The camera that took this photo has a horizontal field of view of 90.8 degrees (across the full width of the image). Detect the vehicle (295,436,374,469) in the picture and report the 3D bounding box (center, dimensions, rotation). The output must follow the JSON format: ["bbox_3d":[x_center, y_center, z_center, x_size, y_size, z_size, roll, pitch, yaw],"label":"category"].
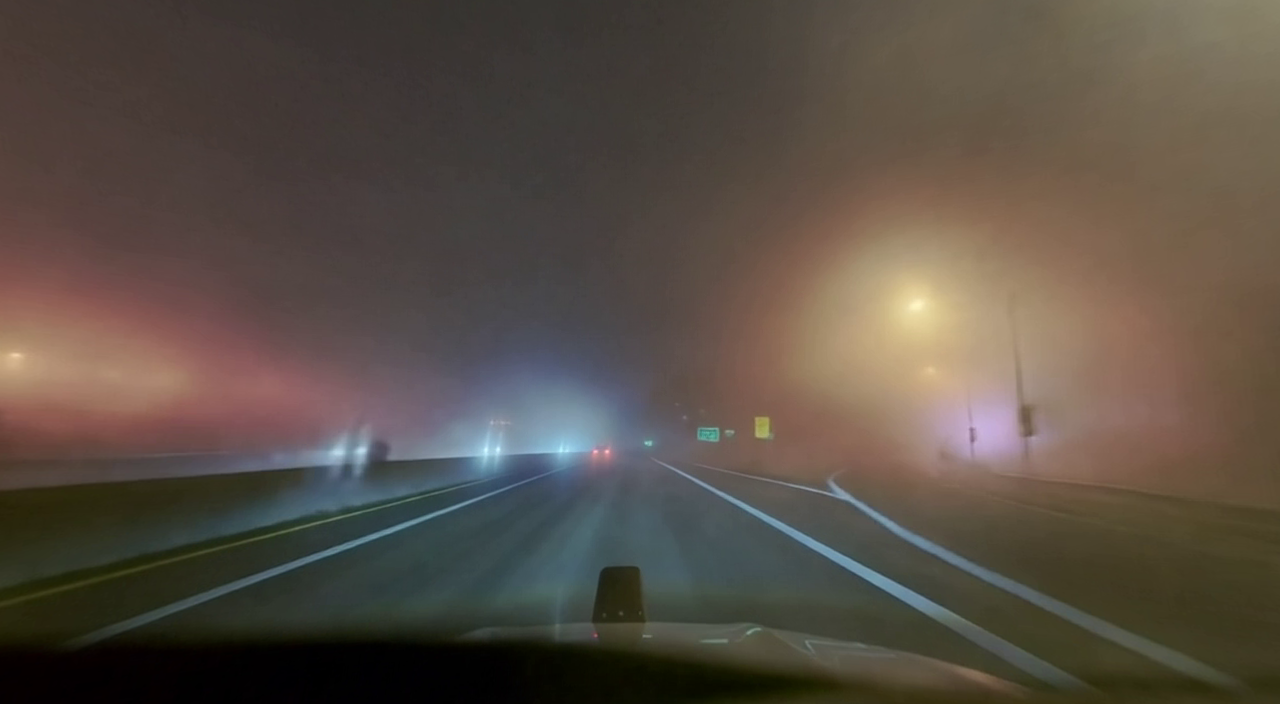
[{"bbox_3d":[-15.441,5.119,32.163,1.848,1.517,4.275,0,-9,0],"label":"vehicle"}]
